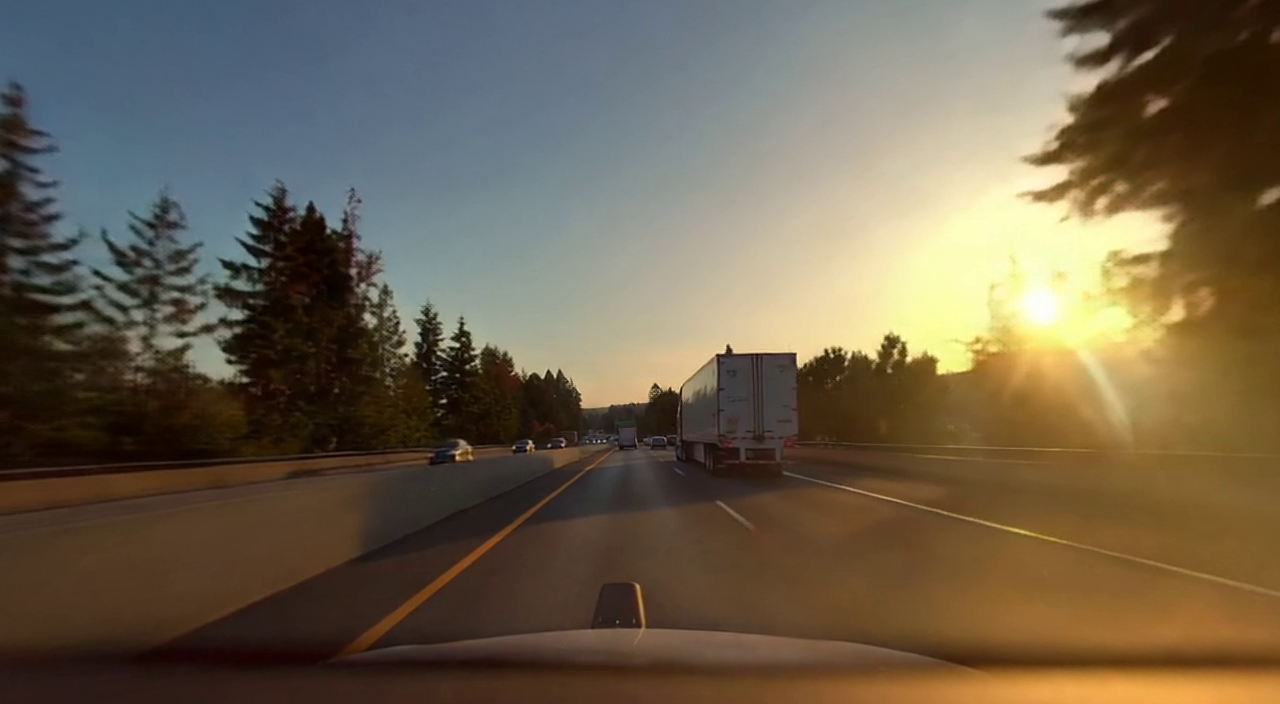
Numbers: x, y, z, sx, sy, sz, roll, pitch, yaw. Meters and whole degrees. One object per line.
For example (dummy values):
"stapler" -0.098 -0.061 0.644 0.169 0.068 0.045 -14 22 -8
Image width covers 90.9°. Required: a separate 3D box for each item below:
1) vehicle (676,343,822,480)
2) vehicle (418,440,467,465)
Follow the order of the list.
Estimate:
"vehicle" 3.557 2.649 25.267 3.038 3.975 13.887 0 -8 -1
"vehicle" -13.176 6.712 42.336 1.929 1.605 4.299 0 -8 0
